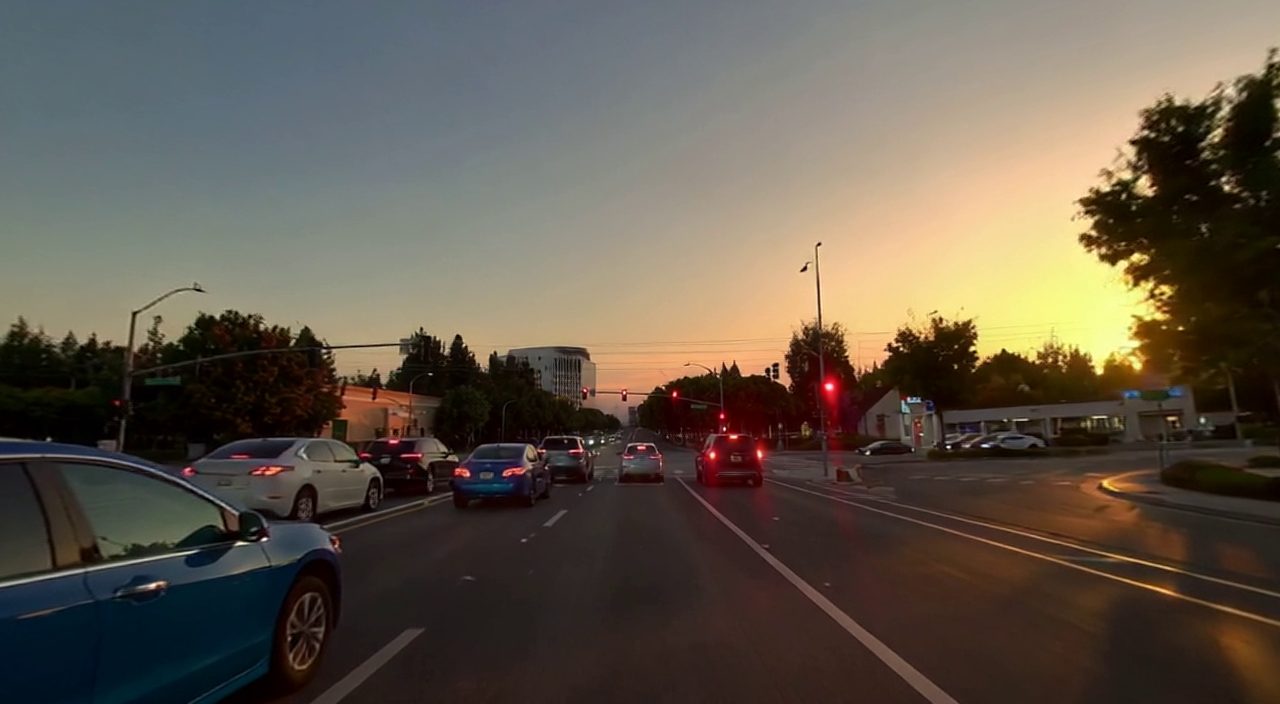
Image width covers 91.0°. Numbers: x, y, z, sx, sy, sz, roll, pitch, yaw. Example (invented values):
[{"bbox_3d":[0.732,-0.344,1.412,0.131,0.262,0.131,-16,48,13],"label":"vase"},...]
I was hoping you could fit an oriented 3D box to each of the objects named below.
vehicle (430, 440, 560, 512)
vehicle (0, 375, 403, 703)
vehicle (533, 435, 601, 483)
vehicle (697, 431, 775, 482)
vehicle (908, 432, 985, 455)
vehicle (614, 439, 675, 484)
[{"bbox_3d":[-3.302,2.922,15.310,2.014,1.472,4.357,0,-9,2],"label":"vehicle"},{"bbox_3d":[-3.108,0.942,2.621,2.249,1.517,4.951,0,-9,1],"label":"vehicle"},{"bbox_3d":[-2.770,4.184,24.841,2.072,1.694,4.070,0,-9,2],"label":"vehicle"},{"bbox_3d":[3.404,3.844,23.326,2.076,1.691,4.402,0,-9,-2],"label":"vehicle"},{"bbox_3d":[23.386,7.000,48.125,4.781,1.700,1.986,0,-9,1],"label":"vehicle"},{"bbox_3d":[0.182,4.017,23.318,2.032,1.499,3.994,0,-9,1],"label":"vehicle"}]
